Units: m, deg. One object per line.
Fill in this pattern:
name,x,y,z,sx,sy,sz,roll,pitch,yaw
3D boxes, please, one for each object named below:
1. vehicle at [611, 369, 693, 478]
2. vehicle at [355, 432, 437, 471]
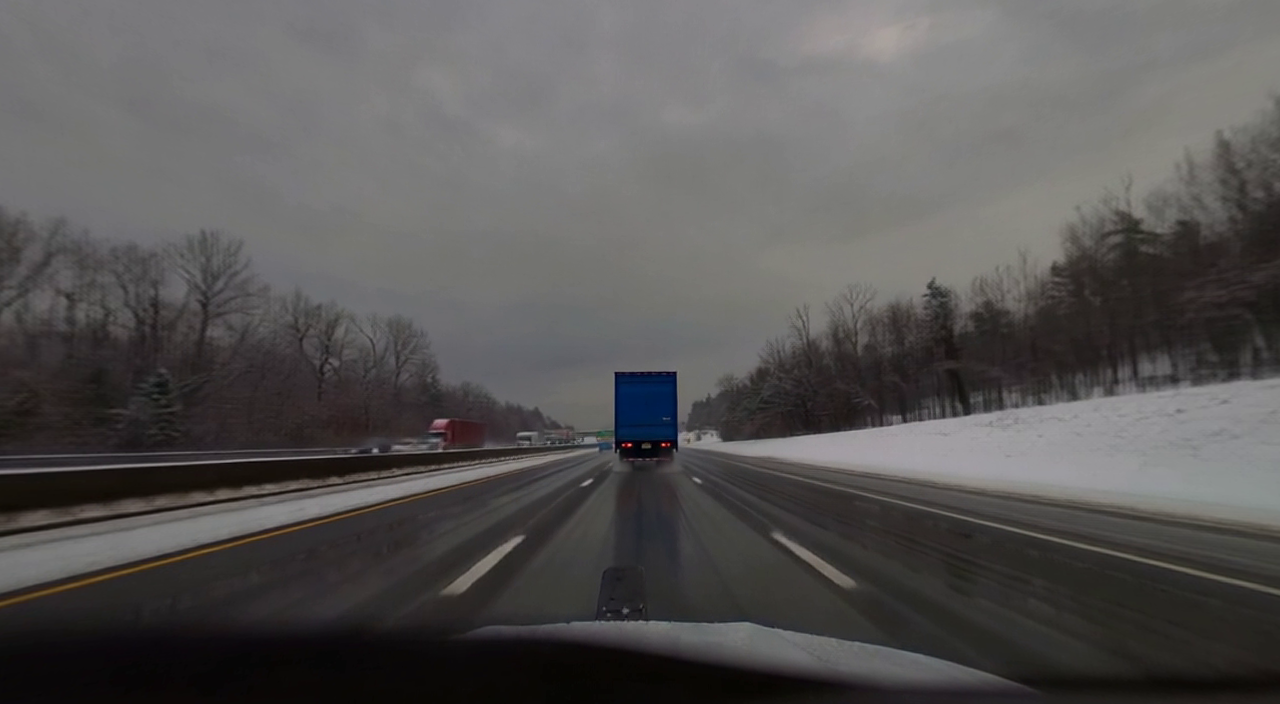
vehicle,0.448,3.394,28.499,3.010,4.039,10.481,0,-8,0
vehicle,-12.677,5.191,32.980,2.171,1.856,5.157,0,-8,1
